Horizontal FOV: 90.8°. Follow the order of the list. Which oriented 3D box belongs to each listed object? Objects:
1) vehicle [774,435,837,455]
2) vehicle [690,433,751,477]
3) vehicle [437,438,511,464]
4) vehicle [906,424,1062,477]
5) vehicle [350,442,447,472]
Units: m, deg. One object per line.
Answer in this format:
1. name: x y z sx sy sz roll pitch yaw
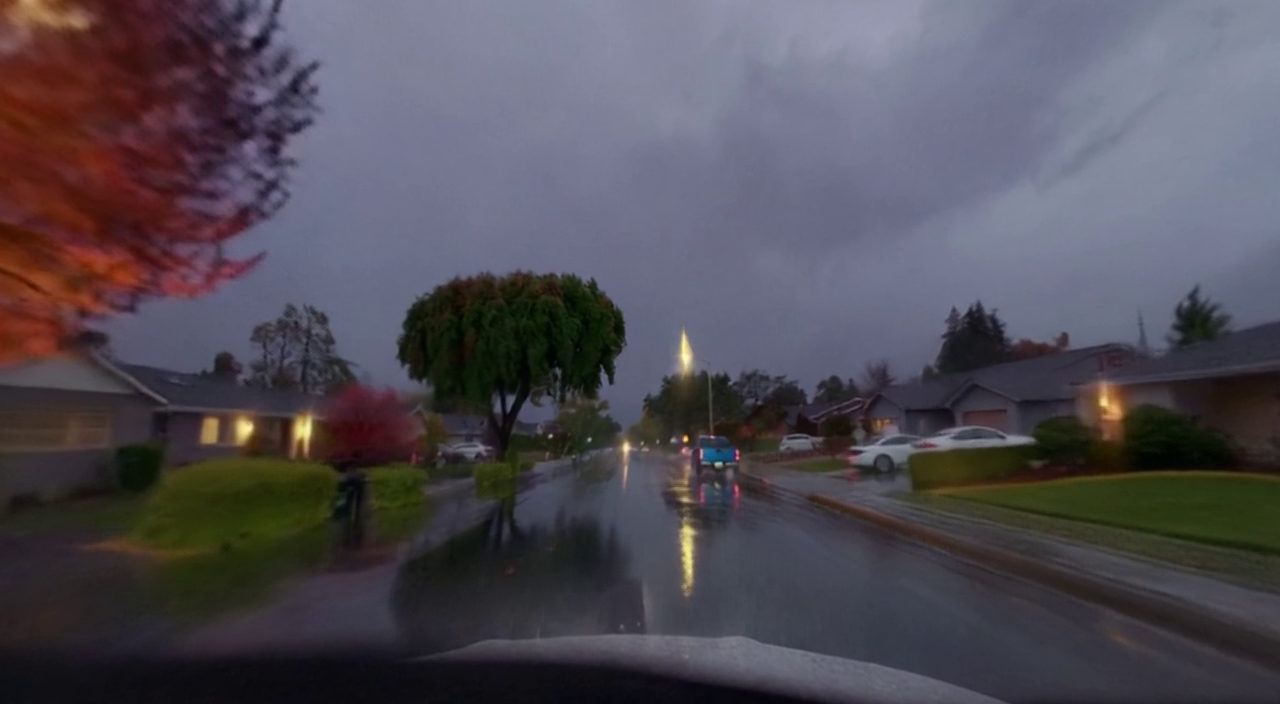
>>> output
1. vehicle: 12.917 7.307 49.602 4.486 1.579 1.880 -1 -9 5
2. vehicle: 3.908 5.135 31.809 2.313 1.962 6.029 0 -8 1
3. vehicle: -12.220 7.311 46.604 4.807 1.846 2.024 -1 -9 4
4. vehicle: 11.663 3.351 21.695 4.069 1.680 2.156 0 -7 3
5. vehicle: -12.520 5.468 32.892 4.225 1.498 1.917 0 -8 2
